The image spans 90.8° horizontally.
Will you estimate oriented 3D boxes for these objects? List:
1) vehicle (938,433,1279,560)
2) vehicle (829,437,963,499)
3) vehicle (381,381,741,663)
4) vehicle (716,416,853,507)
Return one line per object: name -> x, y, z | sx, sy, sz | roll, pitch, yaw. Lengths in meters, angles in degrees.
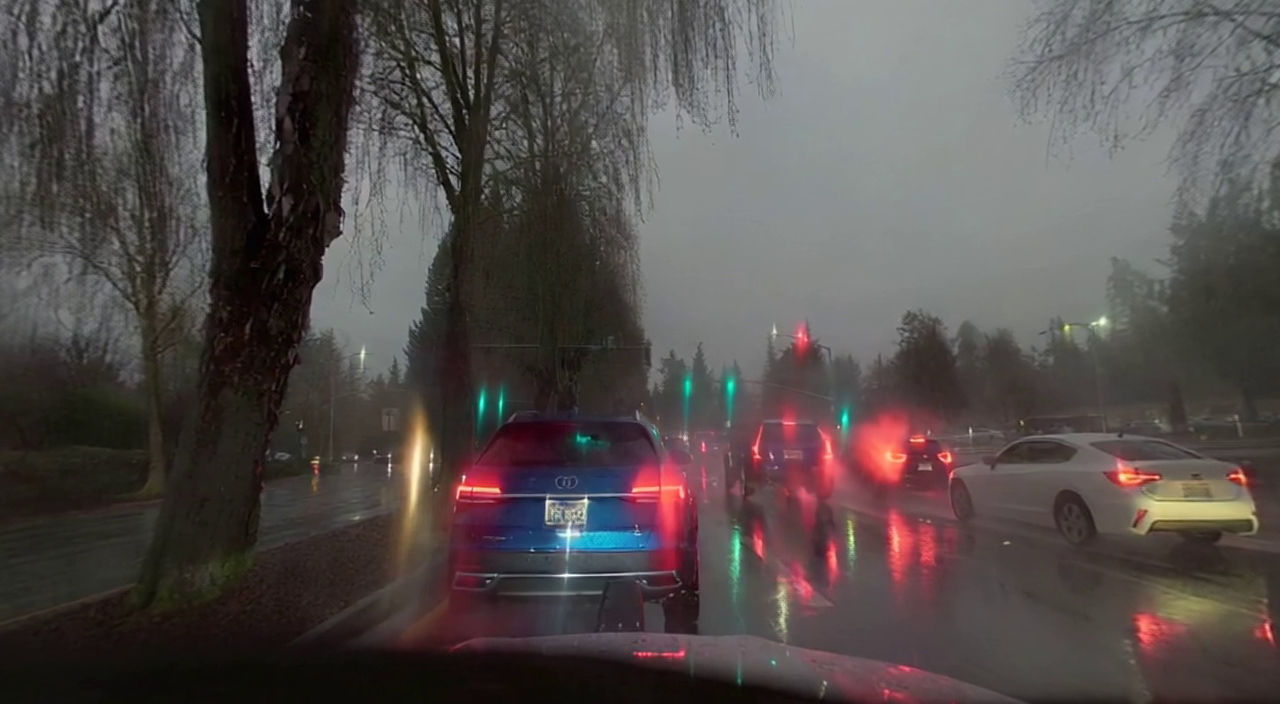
vehicle -> 6.588, 2.021, 9.663 | 1.894, 1.445, 4.565 | 0, -9, 1
vehicle -> 6.973, 3.190, 17.780 | 1.890, 1.489, 4.415 | 0, -9, 0
vehicle -> -0.428, 1.353, 6.078 | 2.201, 1.709, 4.271 | 0, -9, 2
vehicle -> 3.361, 2.679, 15.875 | 2.200, 1.909, 4.853 | 0, -9, -1
